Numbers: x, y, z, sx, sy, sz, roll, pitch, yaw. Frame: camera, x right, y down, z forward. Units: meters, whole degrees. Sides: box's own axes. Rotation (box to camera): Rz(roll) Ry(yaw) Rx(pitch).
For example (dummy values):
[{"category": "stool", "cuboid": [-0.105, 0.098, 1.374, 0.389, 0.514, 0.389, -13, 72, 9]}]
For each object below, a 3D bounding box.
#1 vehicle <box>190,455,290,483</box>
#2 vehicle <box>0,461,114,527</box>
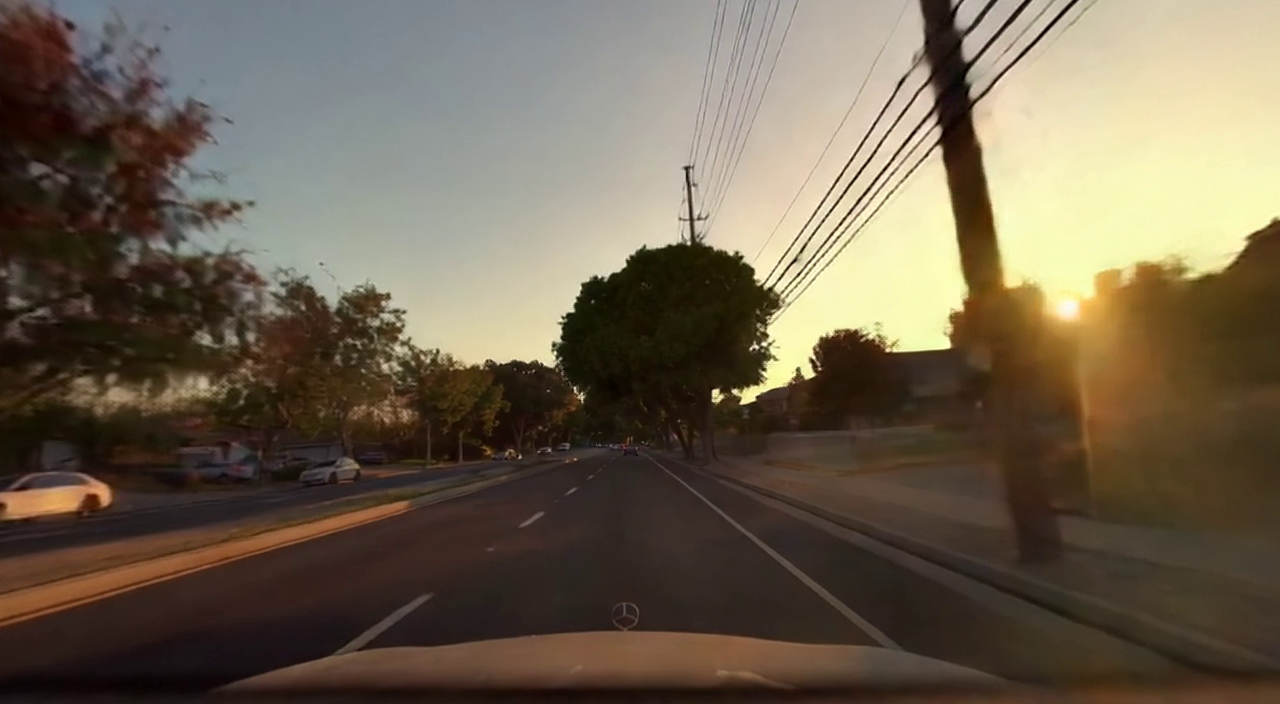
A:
[{"category": "vehicle", "cuboid": [-22.515, 6.575, 35.642, 4.243, 1.455, 2.005, 0, -9, 1]}, {"category": "vehicle", "cuboid": [-15.945, 3.604, 15.699, 2.018, 1.449, 4.384, -7, -9, 0]}]
